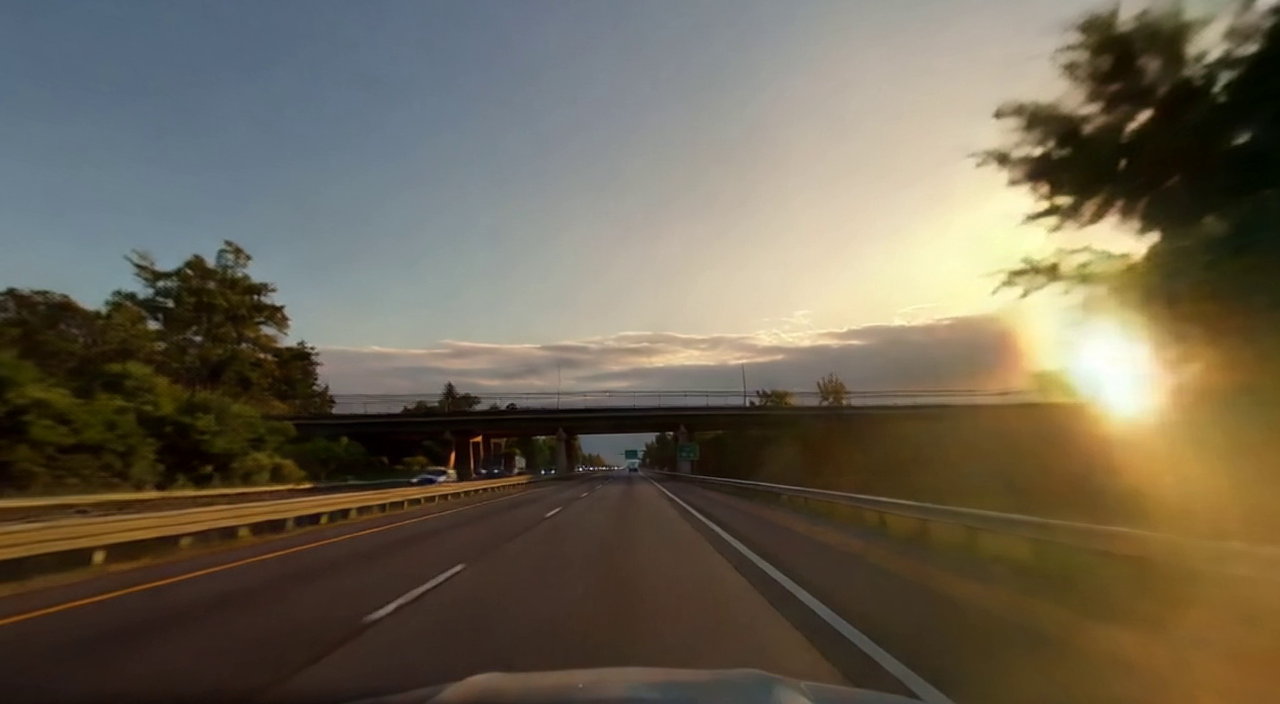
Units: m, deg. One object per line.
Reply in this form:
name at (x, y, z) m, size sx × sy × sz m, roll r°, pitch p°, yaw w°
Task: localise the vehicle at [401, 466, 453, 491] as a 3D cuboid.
vehicle at (-12.469, 7.409, 37.114) m, size 1.800 × 1.381 × 3.703 m, roll 1°, pitch -10°, yaw -1°
